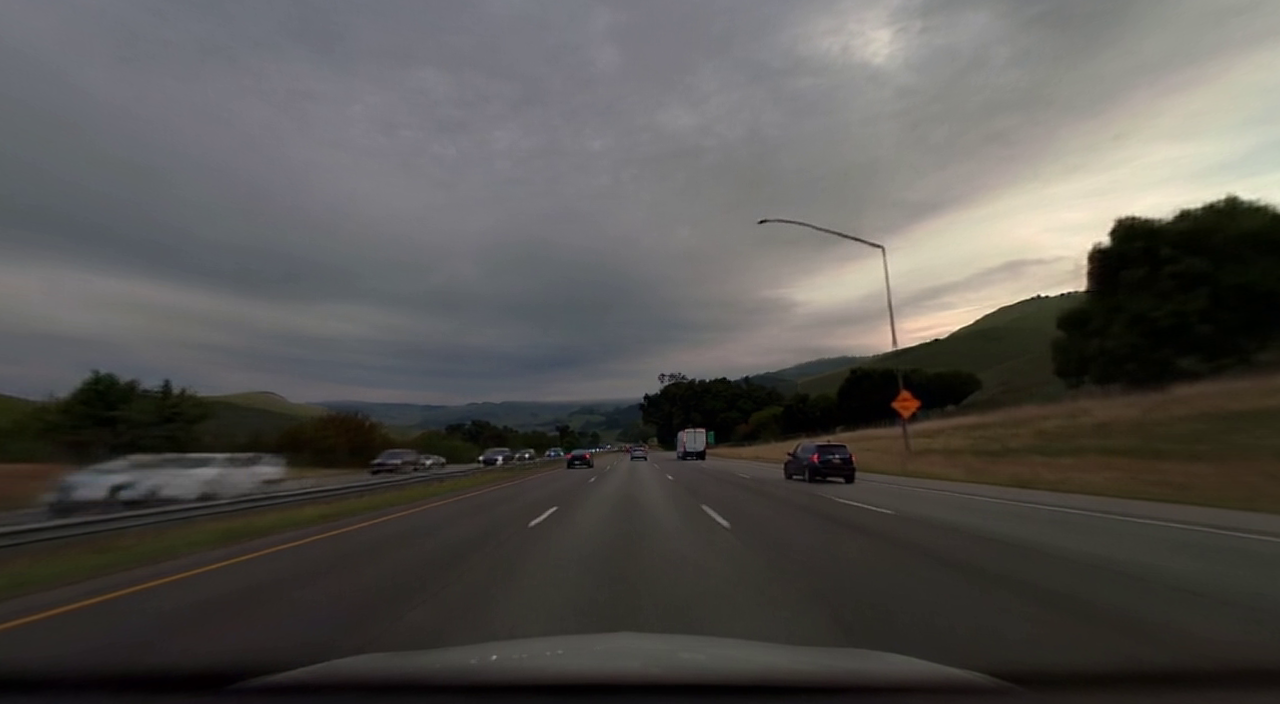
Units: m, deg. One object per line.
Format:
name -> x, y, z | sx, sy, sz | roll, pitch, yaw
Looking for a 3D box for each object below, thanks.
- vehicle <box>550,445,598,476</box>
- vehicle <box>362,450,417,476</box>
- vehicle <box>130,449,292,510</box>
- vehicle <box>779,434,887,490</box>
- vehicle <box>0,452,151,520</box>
vehicle -> -3.503, 5.847, 34.077 | 2.160, 1.530, 4.500 | 0, -9, 0
vehicle -> -16.741, 7.400, 42.241 | 1.921, 1.630, 4.333 | 0, -9, 0
vehicle -> -11.457, 3.383, 17.137 | 1.775, 1.434, 3.718 | 0, -9, 0
vehicle -> 6.213, 3.618, 20.957 | 2.069, 1.625, 4.832 | 0, -9, 0
vehicle -> -15.206, 3.337, 16.152 | 1.850, 1.465, 4.240 | 0, -9, 0
